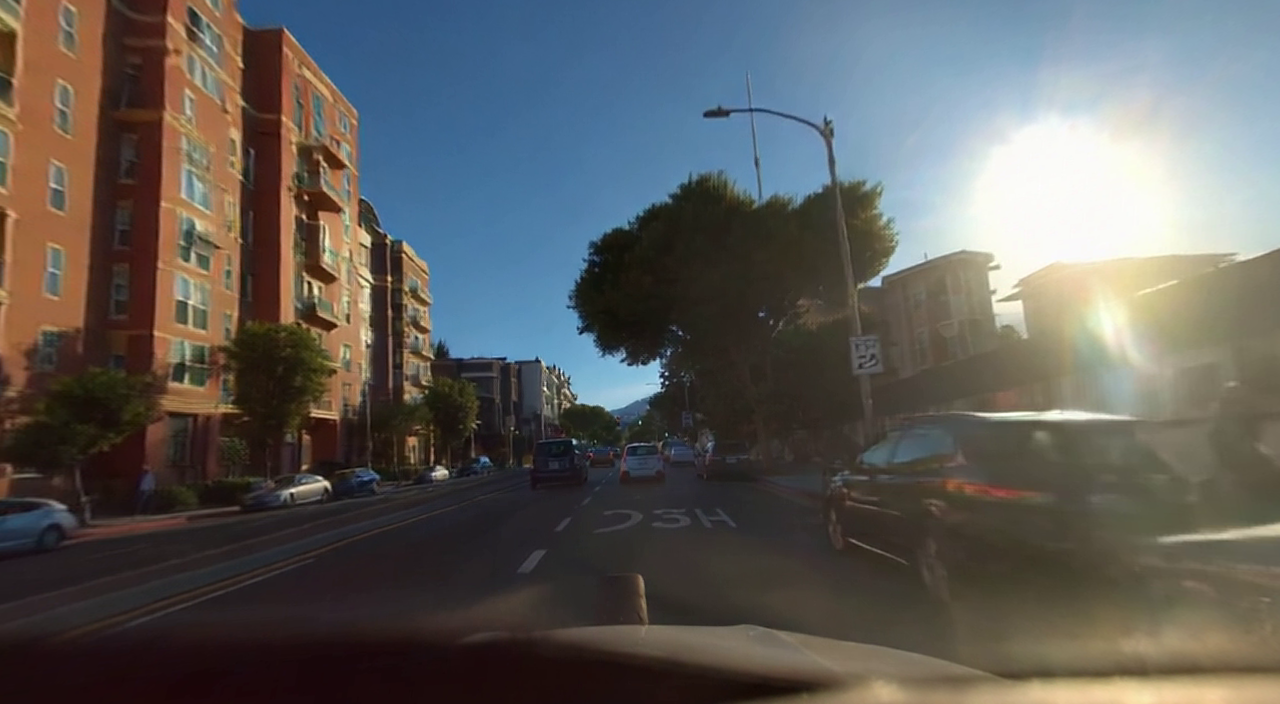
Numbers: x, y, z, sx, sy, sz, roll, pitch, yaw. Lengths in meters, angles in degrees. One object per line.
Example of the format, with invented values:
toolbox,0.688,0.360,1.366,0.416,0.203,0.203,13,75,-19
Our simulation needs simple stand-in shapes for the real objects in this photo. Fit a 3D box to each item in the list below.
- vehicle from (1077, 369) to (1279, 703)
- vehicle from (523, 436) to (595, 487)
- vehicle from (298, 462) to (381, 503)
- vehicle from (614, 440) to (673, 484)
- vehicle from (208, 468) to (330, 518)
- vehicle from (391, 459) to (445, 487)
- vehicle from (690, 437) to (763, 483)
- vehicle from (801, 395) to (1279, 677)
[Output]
vehicle,3.108,0.663,0.936,1.828,1.565,4.392,0,-8,1
vehicle,-2.925,4.062,23.683,2.065,1.705,4.353,0,-8,1
vehicle,-13.705,5.934,29.072,1.839,1.594,4.055,0,-8,-1
vehicle,0.136,4.111,23.912,2.026,1.496,3.701,0,-8,0
vehicle,-13.737,5.209,23.768,1.907,1.480,4.498,0,-8,-1
vehicle,-13.775,7.527,39.505,1.844,1.499,4.421,0,-8,-1
vehicle,3.137,4.036,23.899,2.077,1.532,4.694,0,-8,0
vehicle,3.214,1.438,6.227,1.925,1.635,4.905,0,-8,0
